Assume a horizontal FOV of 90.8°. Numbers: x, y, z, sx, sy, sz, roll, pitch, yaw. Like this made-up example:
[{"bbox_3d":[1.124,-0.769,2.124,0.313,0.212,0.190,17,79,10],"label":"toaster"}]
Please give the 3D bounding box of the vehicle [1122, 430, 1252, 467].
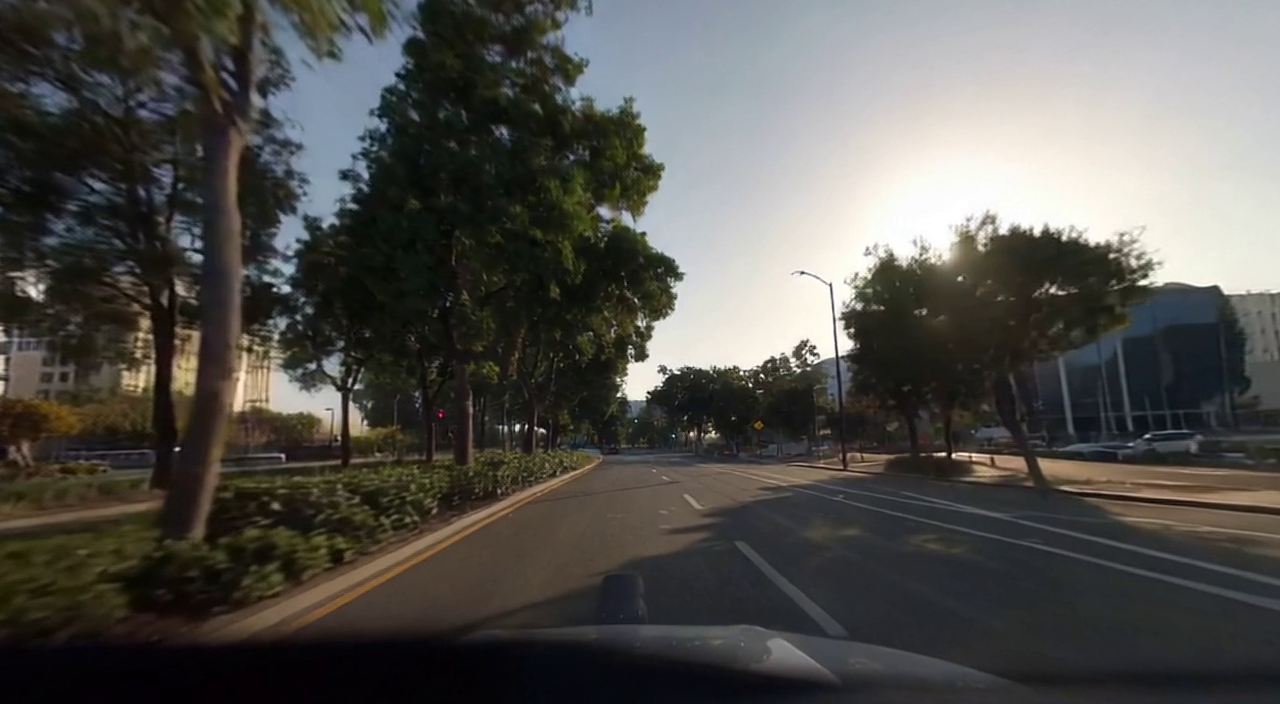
[{"bbox_3d":[29.017,5.138,33.629,4.924,1.901,2.095,0,-9,-1],"label":"vehicle"}]
